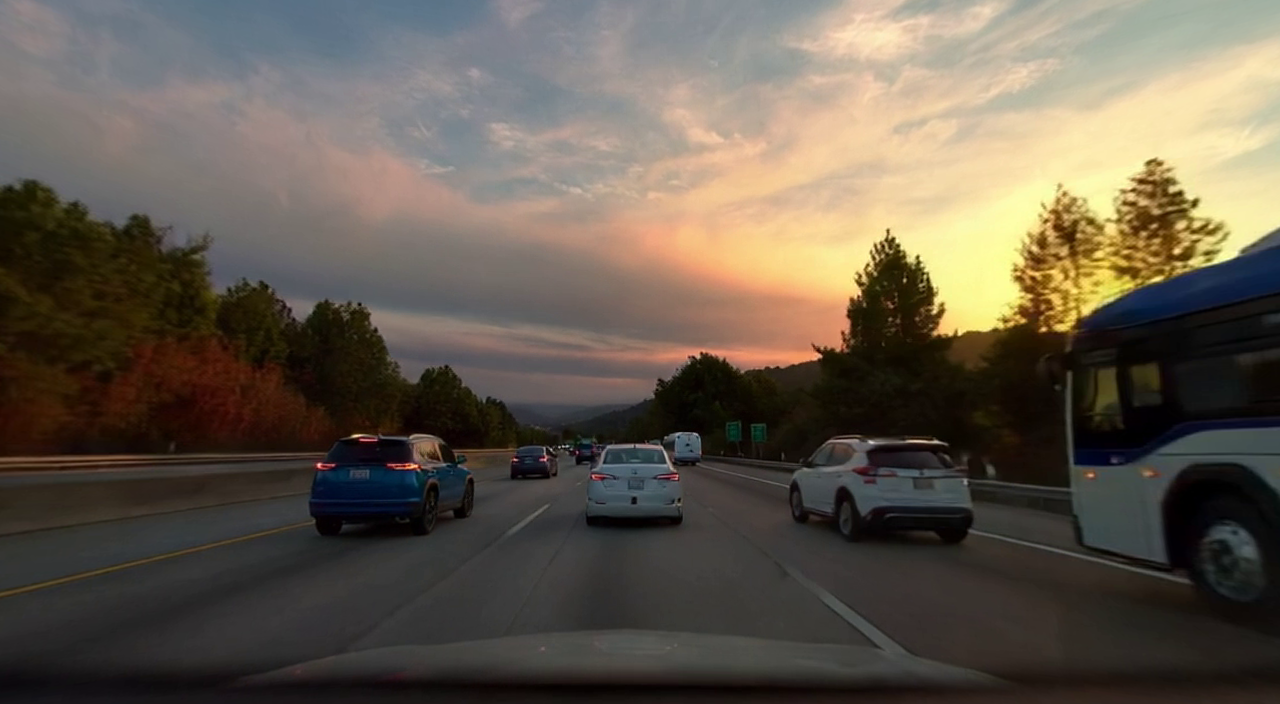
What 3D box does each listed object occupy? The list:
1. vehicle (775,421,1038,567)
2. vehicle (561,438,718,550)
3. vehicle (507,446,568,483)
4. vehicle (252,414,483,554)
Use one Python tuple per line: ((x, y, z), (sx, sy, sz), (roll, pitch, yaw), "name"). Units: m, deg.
((3.592, 1.993, 9.553), (1.996, 1.688, 4.207), (0, -9, -2), "vehicle")
((-0.075, 2.250, 10.683), (2.120, 1.478, 4.179), (0, -9, -2), "vehicle")
((-4.515, 5.007, 28.297), (2.122, 1.491, 3.800), (0, -9, -1), "vehicle")
((-3.880, 1.950, 9.903), (1.830, 1.703, 4.142), (0, -9, -1), "vehicle")
